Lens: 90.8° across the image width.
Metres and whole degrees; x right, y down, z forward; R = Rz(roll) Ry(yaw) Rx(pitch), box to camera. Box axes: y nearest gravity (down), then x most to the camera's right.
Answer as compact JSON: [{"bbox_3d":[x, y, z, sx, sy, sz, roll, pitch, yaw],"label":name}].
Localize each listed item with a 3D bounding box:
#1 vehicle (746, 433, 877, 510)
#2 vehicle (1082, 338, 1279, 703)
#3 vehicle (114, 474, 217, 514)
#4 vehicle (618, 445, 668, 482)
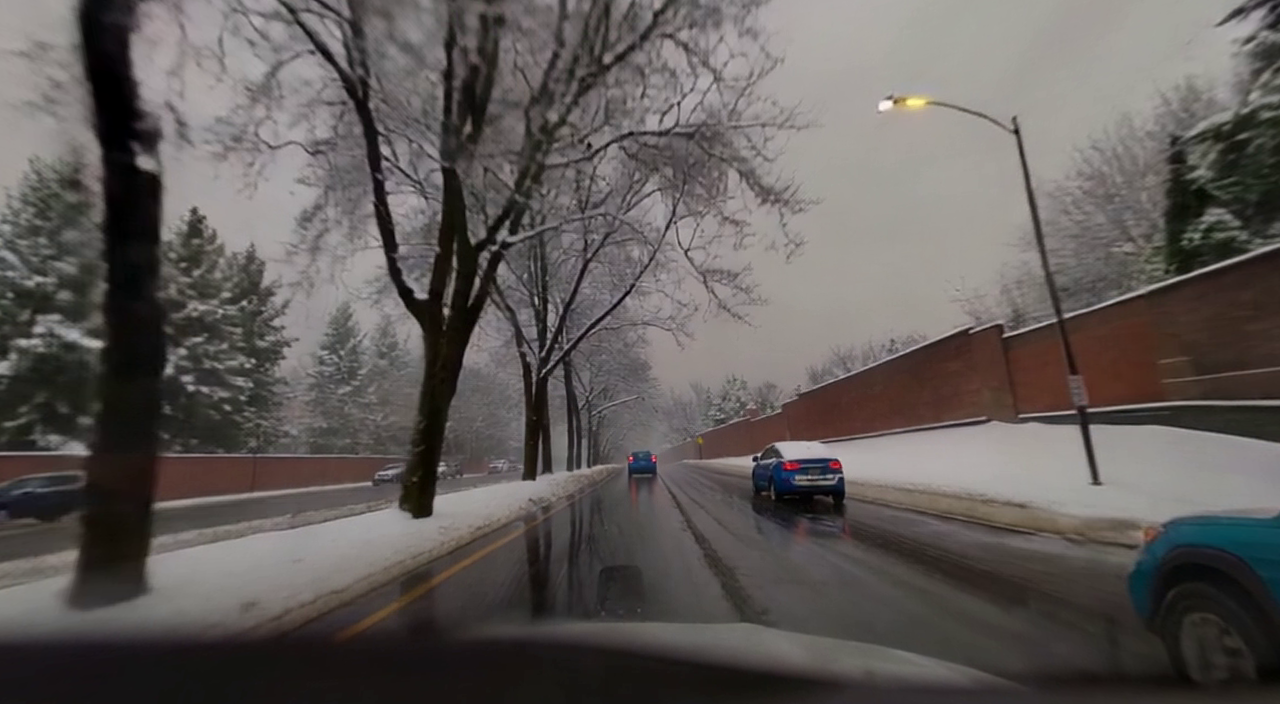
[{"bbox_3d":[4.374,3.109,17.002,2.155,1.752,4.456,0,-8,-1],"label":"vehicle"},{"bbox_3d":[4.044,0.606,1.385,2.470,1.751,5.015,-1,-8,0],"label":"vehicle"},{"bbox_3d":[-21.631,6.452,29.008,1.752,1.464,3.975,0,-8,-2],"label":"vehicle"},{"bbox_3d":[0.149,5.633,32.218,2.391,1.739,3.837,-1,-8,0],"label":"vehicle"}]
